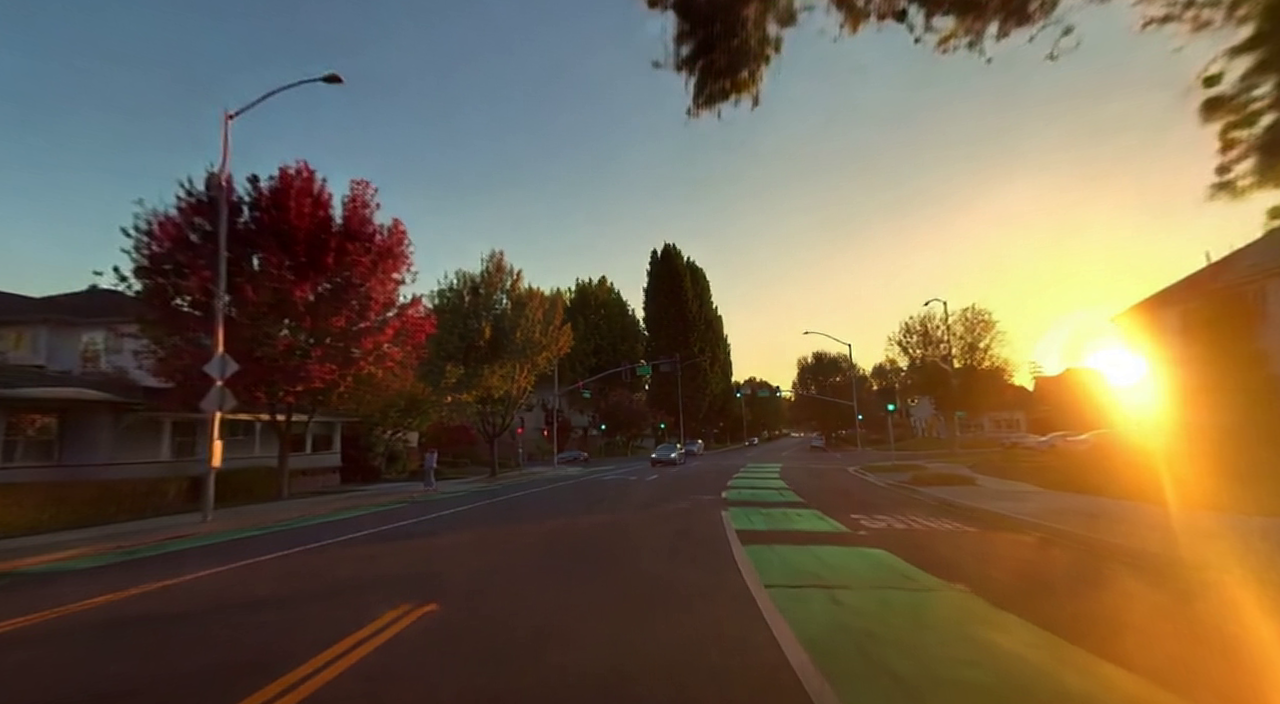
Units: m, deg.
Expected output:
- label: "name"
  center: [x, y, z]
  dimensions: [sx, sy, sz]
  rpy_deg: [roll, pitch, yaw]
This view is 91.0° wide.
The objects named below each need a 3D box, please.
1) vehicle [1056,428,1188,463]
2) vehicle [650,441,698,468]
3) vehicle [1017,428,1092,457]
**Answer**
- label: "vehicle"
  center: [23.028, 4.487, 30.397]
  dimensions: [1.972, 1.477, 5.340]
  rpy_deg: [-2, -8, -2]
- label: "vehicle"
  center: [2.106, 6.071, 37.517]
  dimensions: [1.904, 1.489, 4.746]
  rpy_deg: [-3, -9, 15]
- label: "vehicle"
  center: [23.478, 5.194, 35.855]
  dimensions: [1.937, 1.474, 5.114]
  rpy_deg: [-5, -10, 15]
